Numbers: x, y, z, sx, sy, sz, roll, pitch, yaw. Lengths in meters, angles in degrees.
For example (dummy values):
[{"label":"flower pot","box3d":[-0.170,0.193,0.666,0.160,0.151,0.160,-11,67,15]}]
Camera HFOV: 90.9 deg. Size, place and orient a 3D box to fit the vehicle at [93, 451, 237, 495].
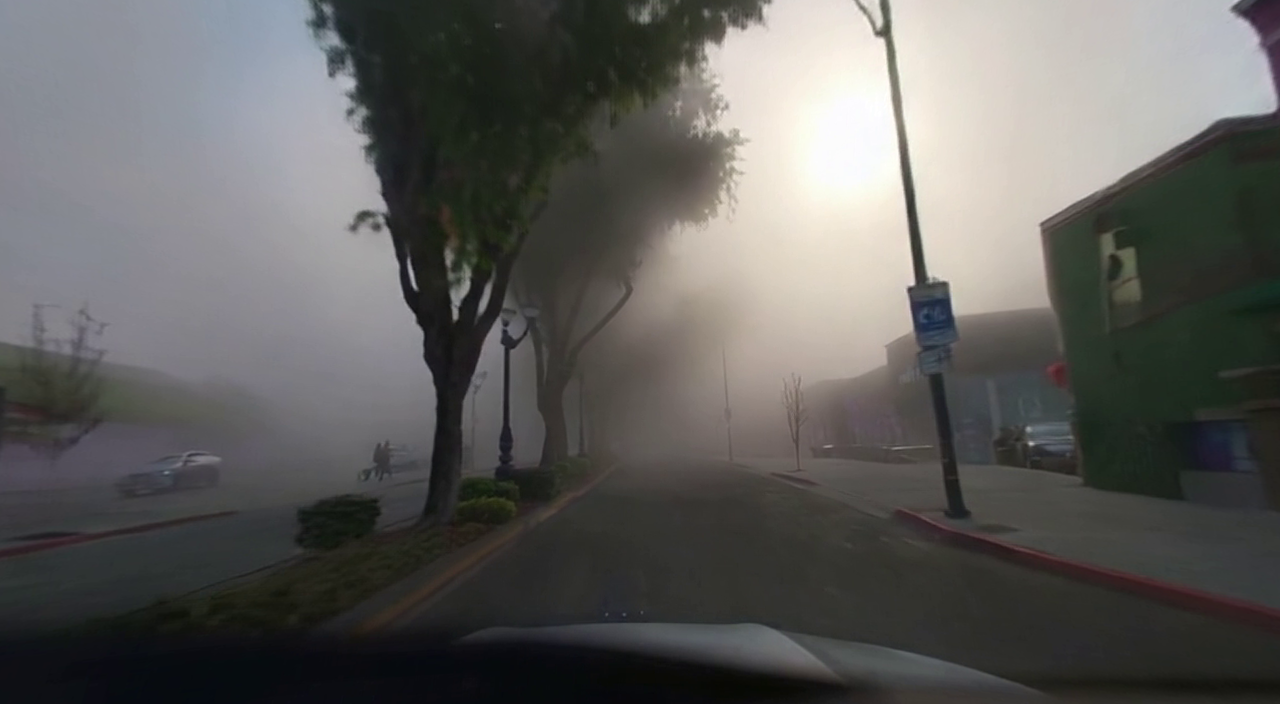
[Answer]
[{"label":"vehicle","box3d":[-18.205,4.619,24.541,1.837,1.471,4.756,0,-8,1]}]
